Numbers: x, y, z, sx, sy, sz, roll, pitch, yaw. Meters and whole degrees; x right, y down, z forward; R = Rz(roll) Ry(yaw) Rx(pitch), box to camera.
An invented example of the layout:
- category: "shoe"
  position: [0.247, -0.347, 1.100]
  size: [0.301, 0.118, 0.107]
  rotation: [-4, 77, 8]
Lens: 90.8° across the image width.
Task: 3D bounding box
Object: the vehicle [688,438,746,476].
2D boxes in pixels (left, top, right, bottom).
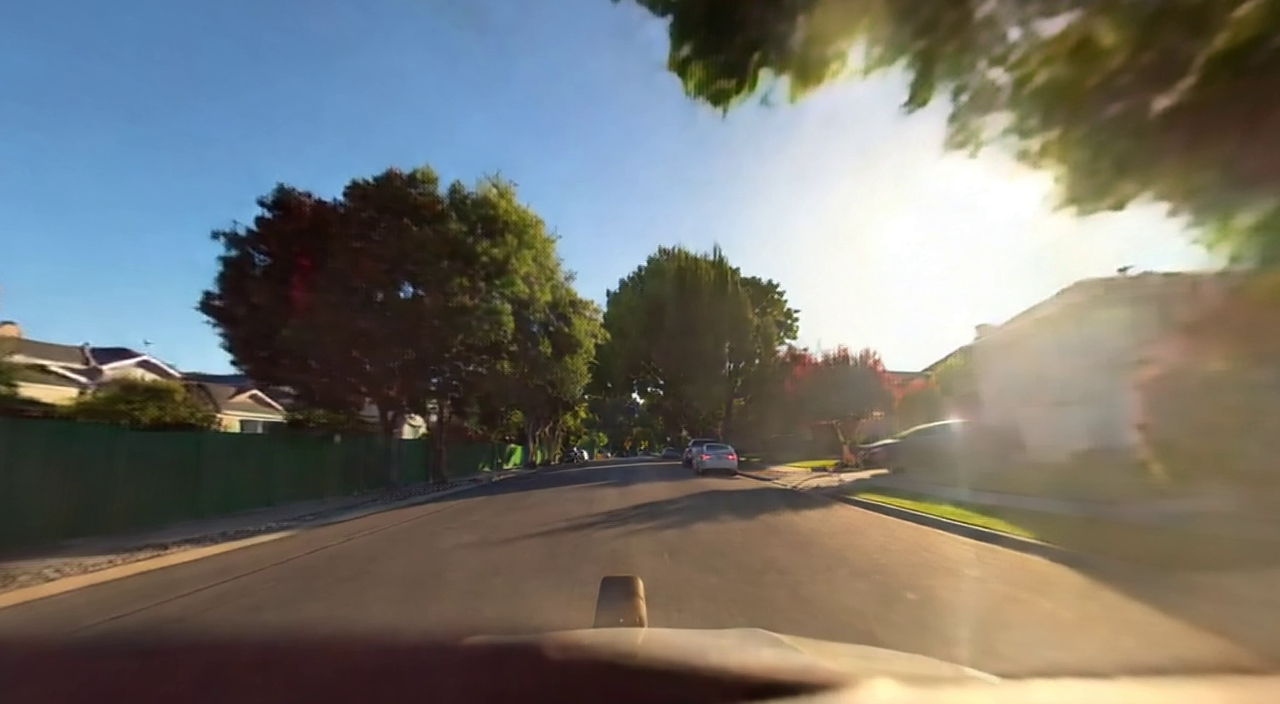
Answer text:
- category: "vehicle"
  position: [3.583, 4.997, 30.314]
  size: [2.122, 1.673, 4.876]
  rotation: [0, -9, 0]

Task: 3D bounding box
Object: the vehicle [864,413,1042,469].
- category: "vehicle"
  position: [10.880, 3.122, 22.284]
  size: [5.046, 1.800, 2.201]
  rotation: [-1, -8, 0]
